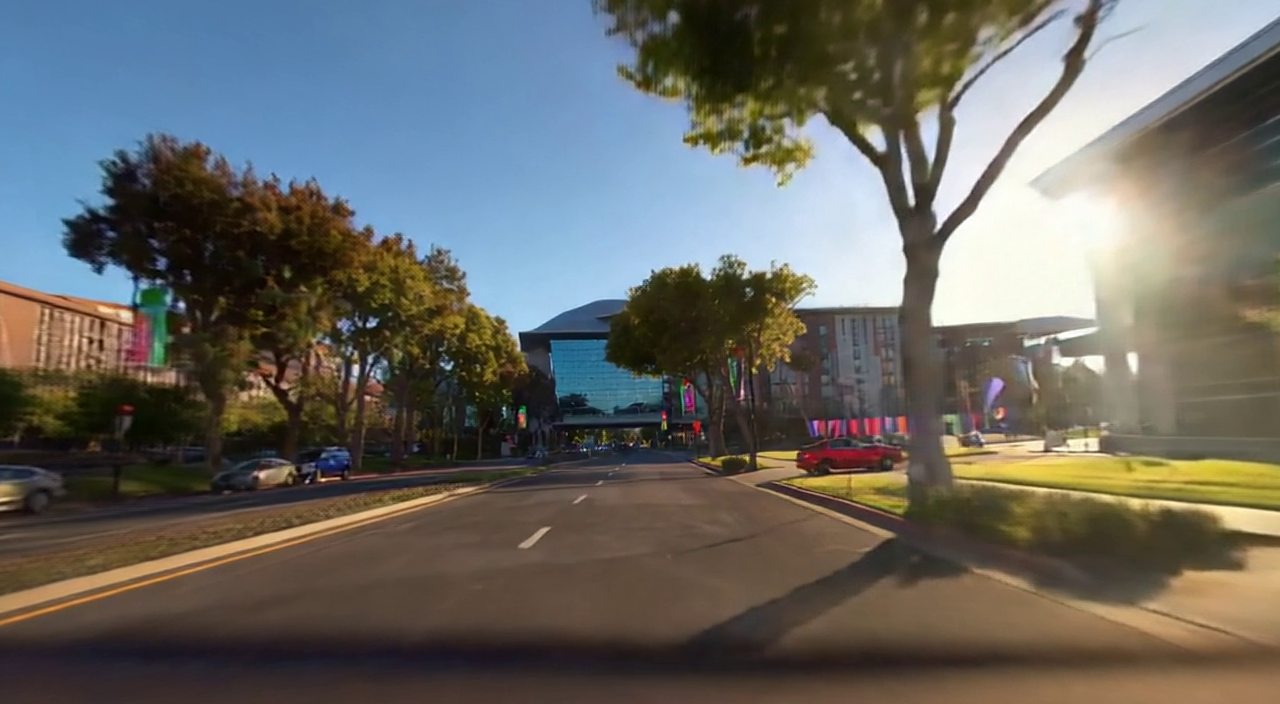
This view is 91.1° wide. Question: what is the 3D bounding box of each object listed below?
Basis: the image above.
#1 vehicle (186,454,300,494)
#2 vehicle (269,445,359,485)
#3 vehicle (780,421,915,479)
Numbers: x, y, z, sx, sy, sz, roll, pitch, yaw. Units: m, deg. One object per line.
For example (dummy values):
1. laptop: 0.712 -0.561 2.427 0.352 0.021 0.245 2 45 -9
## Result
1. vehicle: -17.402 5.326 27.857 1.873 1.544 4.794 0 -8 1
2. vehicle: -17.262 5.959 33.574 2.301 1.821 4.731 -4 -8 1
3. vehicle: 8.682 4.145 26.629 4.716 1.672 2.330 -8 -8 -2
